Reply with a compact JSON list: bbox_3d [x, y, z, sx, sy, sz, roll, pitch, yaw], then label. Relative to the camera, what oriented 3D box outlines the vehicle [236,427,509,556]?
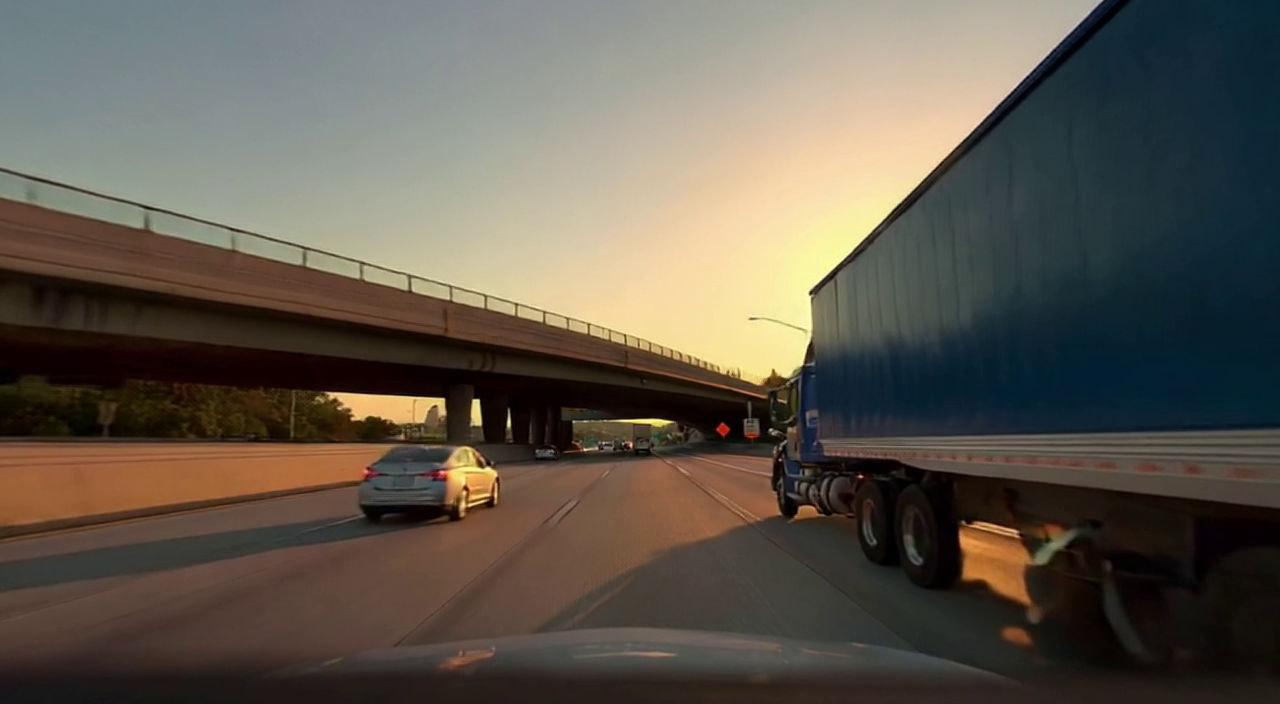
[{"bbox_3d":[-3.731,2.046,10.052,2.143,1.529,4.918,0,-8,1],"label":"vehicle"}]

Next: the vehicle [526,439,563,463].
[{"bbox_3d":[-6.978,7.341,46.523,1.980,1.666,4.562,0,-8,1],"label":"vehicle"}]

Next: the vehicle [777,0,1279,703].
[{"bbox_3d":[3.751,0.381,4.721,3.049,3.395,10.595,0,-8,0],"label":"vehicle"}]
